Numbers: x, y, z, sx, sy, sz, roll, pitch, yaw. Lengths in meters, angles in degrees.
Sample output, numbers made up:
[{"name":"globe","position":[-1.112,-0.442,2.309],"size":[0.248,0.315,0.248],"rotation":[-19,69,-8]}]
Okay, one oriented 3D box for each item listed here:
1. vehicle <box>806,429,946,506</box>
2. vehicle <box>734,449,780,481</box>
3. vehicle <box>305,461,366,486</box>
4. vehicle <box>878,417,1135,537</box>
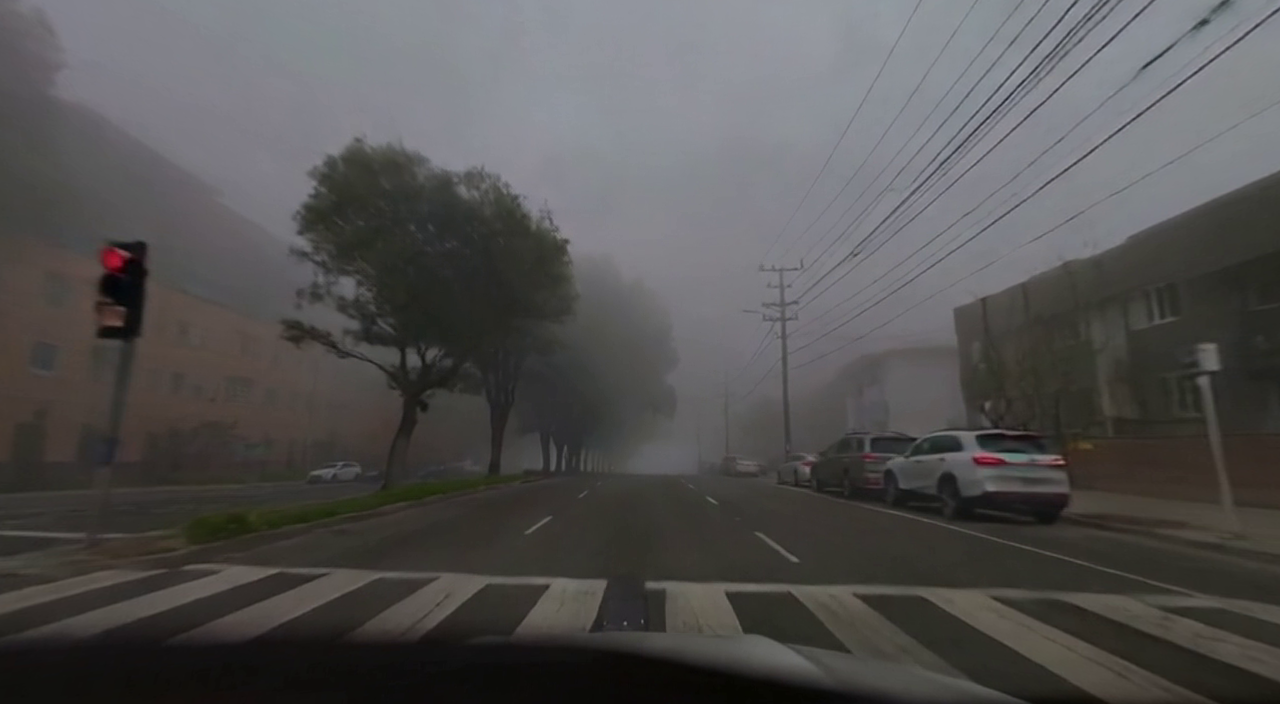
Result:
[{"name":"vehicle","position":[6.741,3.346,18.781],"size":[2.163,1.949,5.158],"rotation":[0,-8,0]},{"name":"vehicle","position":[7.220,7.024,39.339],"size":[1.998,1.819,4.621],"rotation":[0,-8,0]},{"name":"vehicle","position":[-22.201,8.853,46.139],"size":[1.966,1.595,4.719],"rotation":[0,-8,1]},{"name":"vehicle","position":[6.807,2.360,12.596],"size":[2.148,1.904,4.910],"rotation":[0,-8,0]}]
